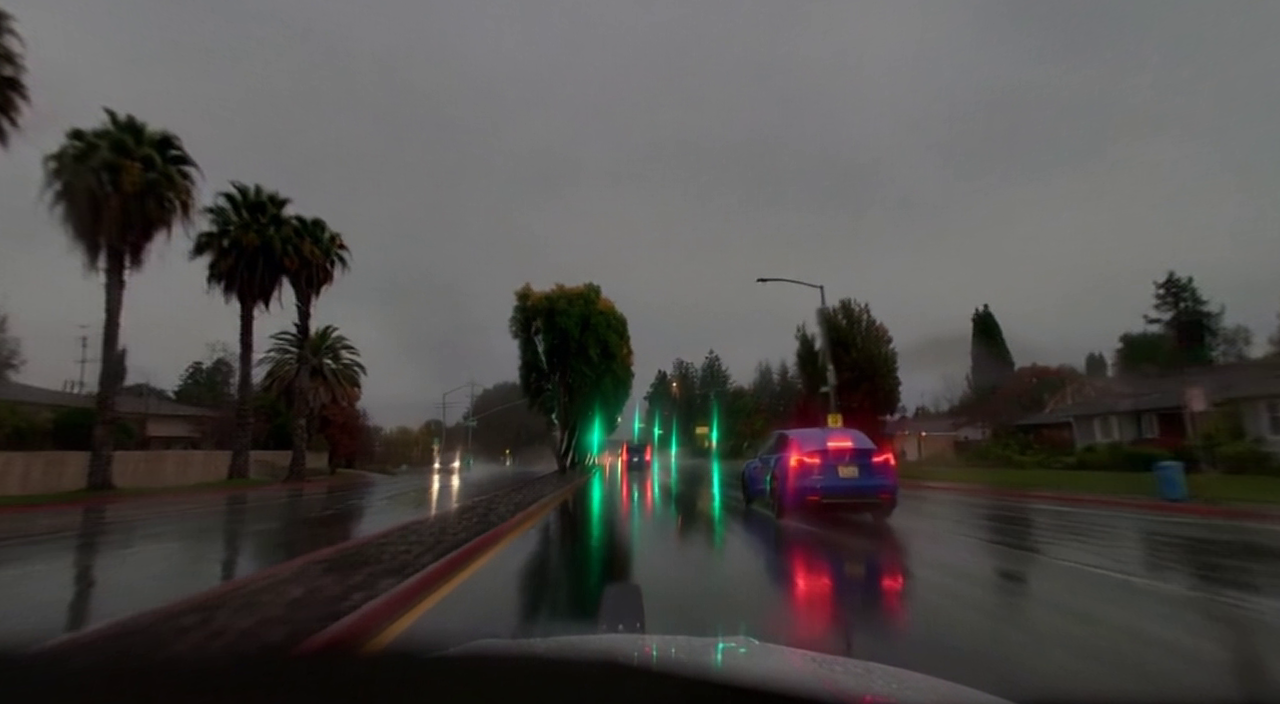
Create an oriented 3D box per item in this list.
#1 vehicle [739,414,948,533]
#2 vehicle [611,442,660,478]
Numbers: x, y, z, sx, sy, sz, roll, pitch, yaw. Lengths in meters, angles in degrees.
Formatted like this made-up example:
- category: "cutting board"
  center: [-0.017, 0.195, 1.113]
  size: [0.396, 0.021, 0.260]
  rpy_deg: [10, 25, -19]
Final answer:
- category: "vehicle"
  center: [3.540, 2.251, 12.351]
  size: [2.205, 1.803, 5.135]
  rpy_deg: [0, -9, -2]
- category: "vehicle"
  center: [-0.283, 5.488, 32.375]
  size: [2.341, 1.709, 4.466]
  rpy_deg: [0, -9, -1]
